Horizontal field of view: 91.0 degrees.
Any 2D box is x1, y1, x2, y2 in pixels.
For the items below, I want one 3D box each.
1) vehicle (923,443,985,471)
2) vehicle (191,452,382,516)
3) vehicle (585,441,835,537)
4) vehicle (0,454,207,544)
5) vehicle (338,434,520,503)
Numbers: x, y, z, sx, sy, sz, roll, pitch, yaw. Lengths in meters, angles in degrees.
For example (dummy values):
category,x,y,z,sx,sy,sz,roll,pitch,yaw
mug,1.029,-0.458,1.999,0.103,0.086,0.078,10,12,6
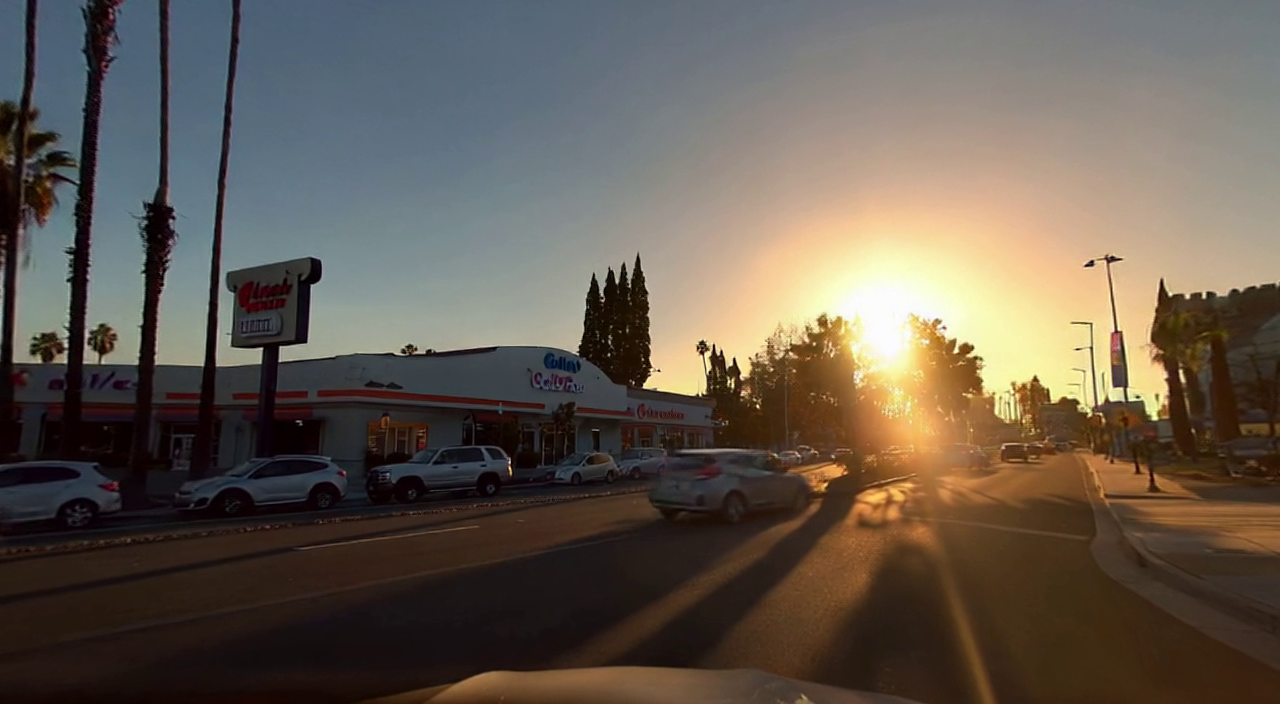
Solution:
category,x,y,z,sx,sy,sz,roll,pitch,yaw
vehicle,18.702,6.165,37.318,2.232,1.513,5.090,-6,-11,37
vehicle,-10.564,3.887,19.151,1.900,1.615,4.573,-6,-11,37
vehicle,1.533,2.487,12.235,4.918,1.461,2.139,8,-12,-43
vehicle,-11.431,2.739,12.024,1.854,1.482,4.756,-6,-11,37
vehicle,-6.152,3.590,19.006,1.989,1.792,4.884,-9,-15,36
